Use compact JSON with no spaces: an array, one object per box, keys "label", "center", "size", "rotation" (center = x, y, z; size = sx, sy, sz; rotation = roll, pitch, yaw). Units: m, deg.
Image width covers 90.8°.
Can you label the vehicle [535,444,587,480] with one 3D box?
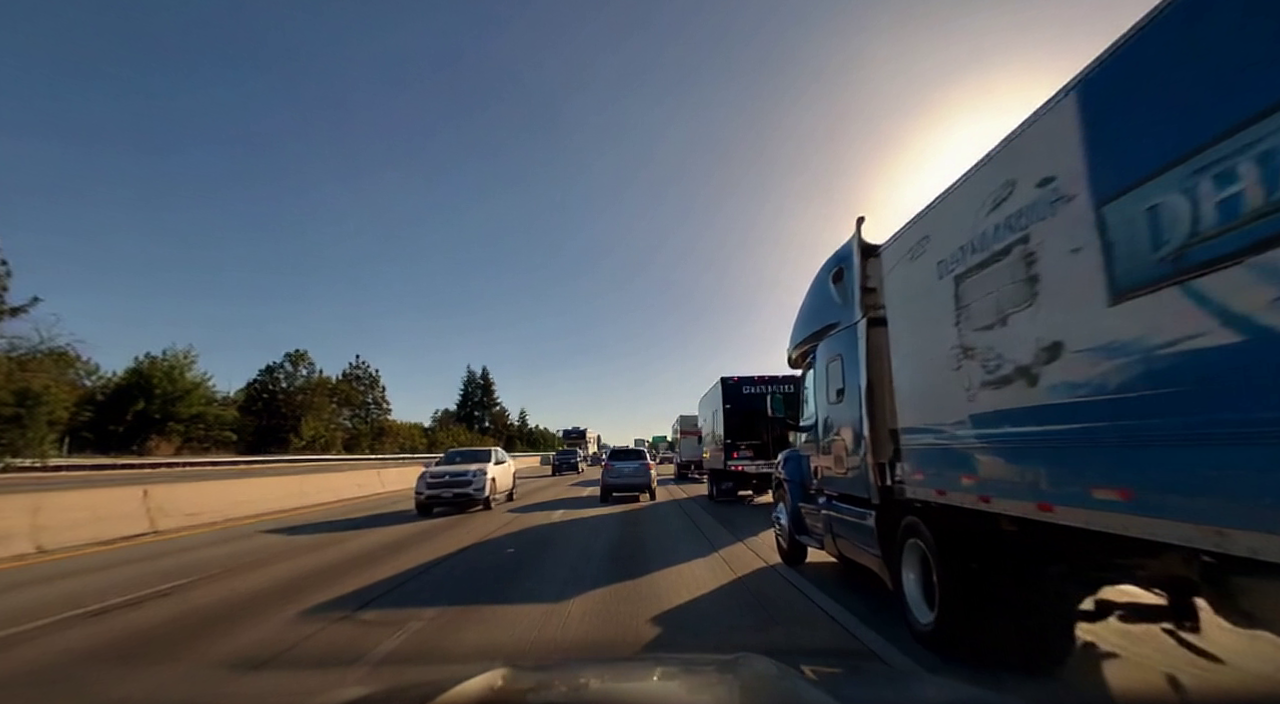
[{"label":"vehicle","center":[-4.019,5.654,32.756],"size":[2.074,1.717,4.089],"rotation":[0,-9,1]}]

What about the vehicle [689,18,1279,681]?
[{"label":"vehicle","center":[2.999,1.025,11.679],"size":[2.934,4.123,15.785],"rotation":[0,-9,0]}]

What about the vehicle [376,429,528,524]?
[{"label":"vehicle","center":[-3.887,2.653,13.916],"size":[1.986,1.733,4.209],"rotation":[0,-9,1]}]

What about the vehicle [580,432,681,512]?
[{"label":"vehicle","center":[-0.245,2.957,15.944],"size":[2.201,1.719,4.058],"rotation":[0,-9,-1]}]
